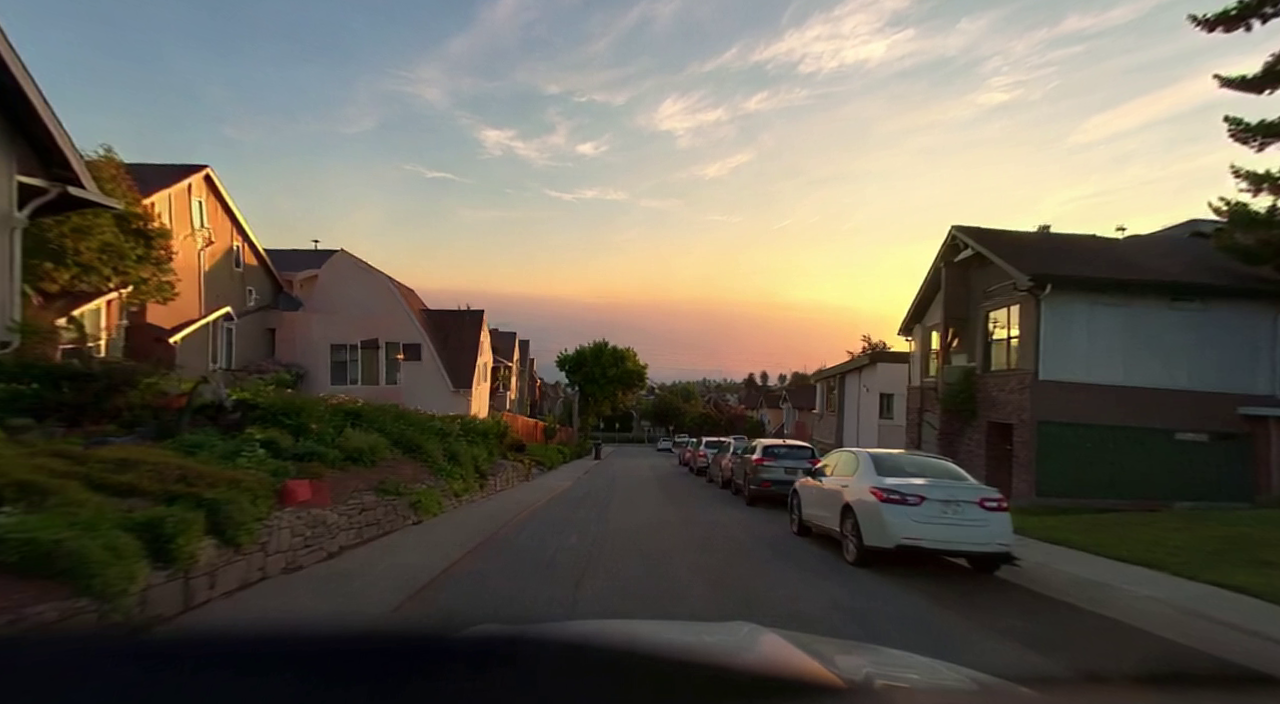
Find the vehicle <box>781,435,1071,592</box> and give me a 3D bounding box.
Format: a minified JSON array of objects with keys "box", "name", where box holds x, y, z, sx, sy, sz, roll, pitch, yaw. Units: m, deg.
[{"box":[3.158,1.804,8.009,1.759,1.464,3.993,0,-8,-1],"name":"vehicle"}]
